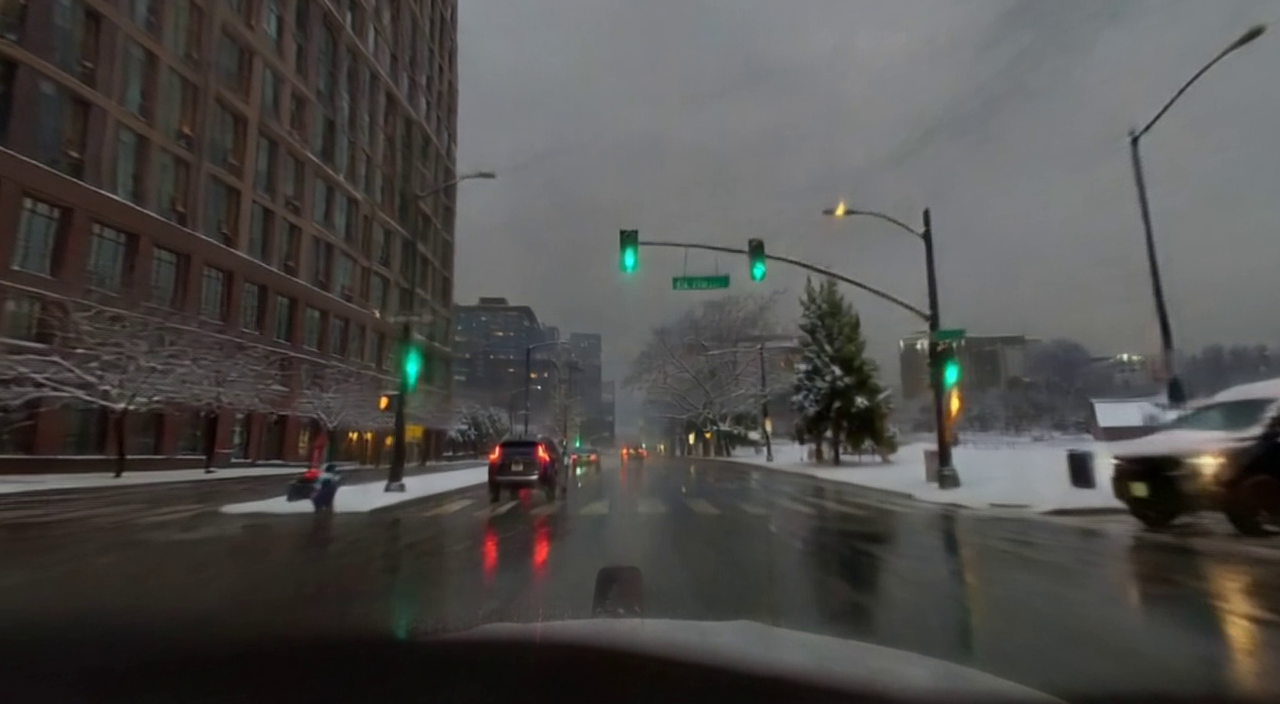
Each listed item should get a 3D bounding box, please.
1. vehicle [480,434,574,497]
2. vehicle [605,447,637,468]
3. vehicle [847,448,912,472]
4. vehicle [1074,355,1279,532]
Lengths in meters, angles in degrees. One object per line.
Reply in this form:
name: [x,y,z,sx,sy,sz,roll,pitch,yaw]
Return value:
vehicle: [-3.372,3.494,19.783,2.116,1.725,4.315,0,-9,0]
vehicle: [-1.404,7.610,45.590,2.095,1.438,3.843,1,-9,-5]
vehicle: [16.807,7.592,44.393,3.757,1.383,1.817,-2,-6,-3]
vehicle: [11.929,1.480,11.283,6.233,2.668,2.627,-3,-9,-3]
